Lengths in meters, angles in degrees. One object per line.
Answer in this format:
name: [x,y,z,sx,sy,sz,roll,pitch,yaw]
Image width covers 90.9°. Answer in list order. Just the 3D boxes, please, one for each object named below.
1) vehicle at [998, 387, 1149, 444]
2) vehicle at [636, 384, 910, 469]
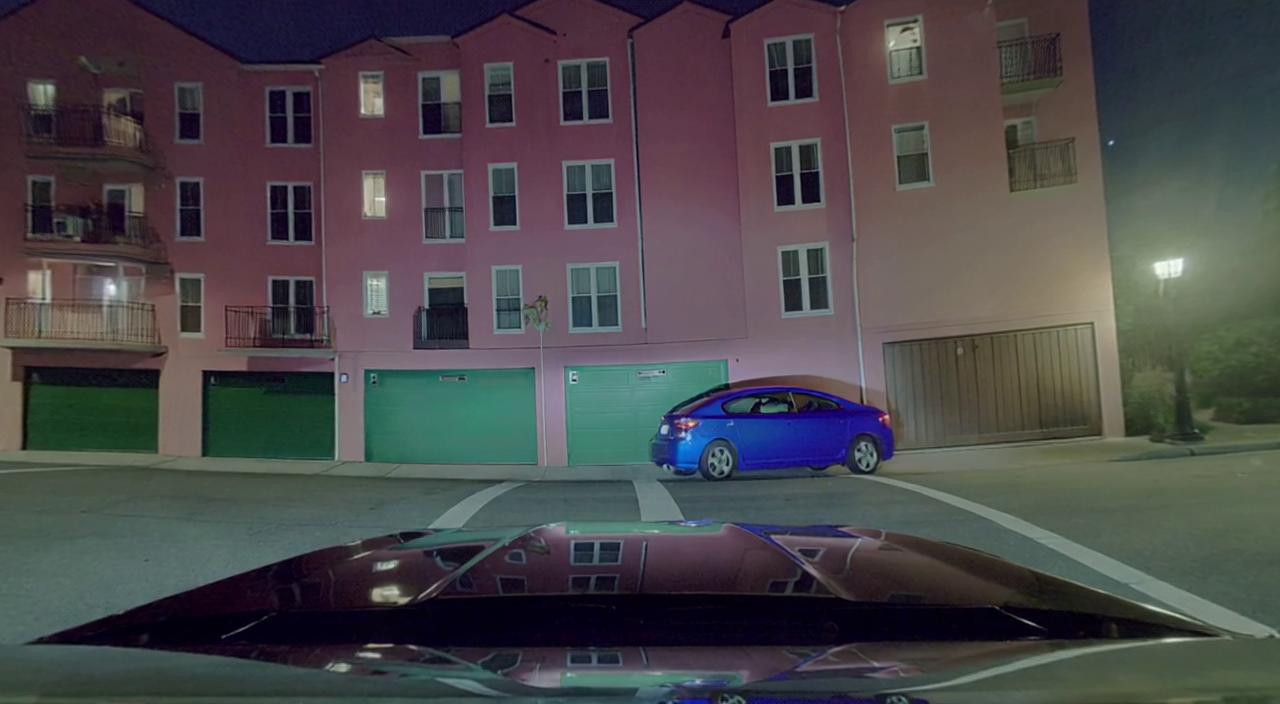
vehicle: [15.582,2.312,22.831,3.905,1.475,2.057,-7,-7,-4]
vehicle: [2.282,1.414,11.835,4.697,1.444,1.825,0,-8,-1]
